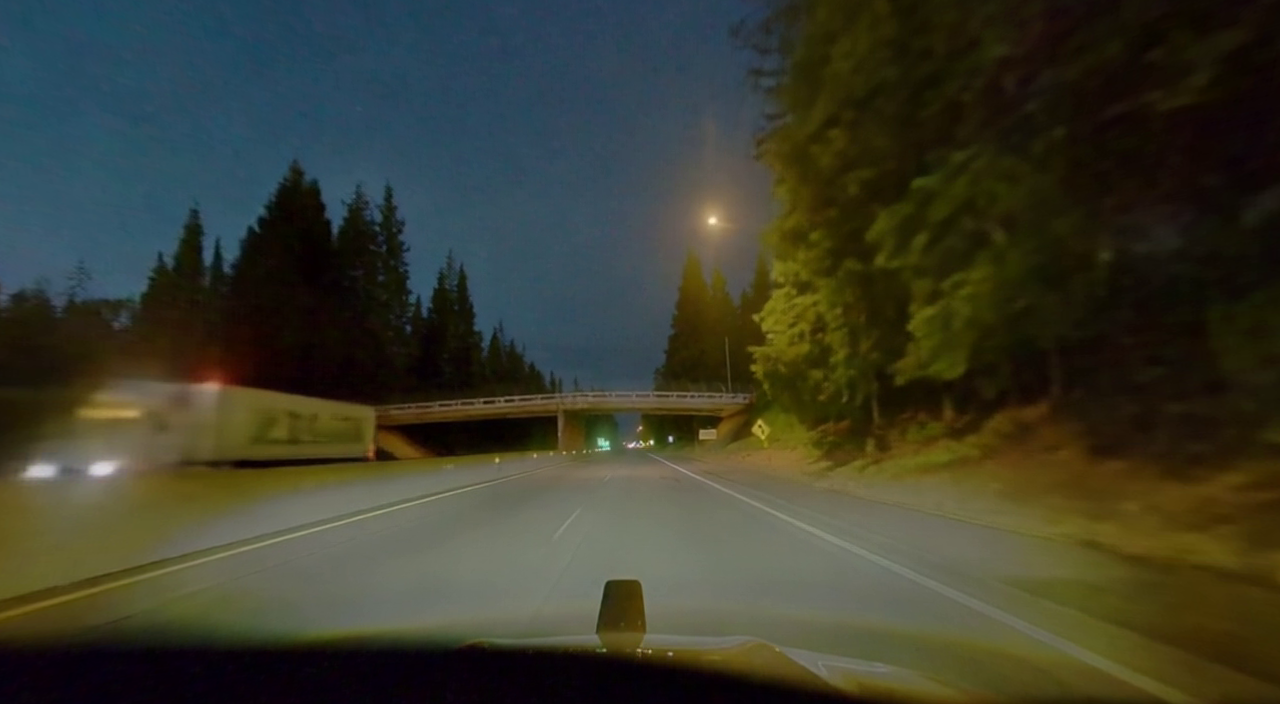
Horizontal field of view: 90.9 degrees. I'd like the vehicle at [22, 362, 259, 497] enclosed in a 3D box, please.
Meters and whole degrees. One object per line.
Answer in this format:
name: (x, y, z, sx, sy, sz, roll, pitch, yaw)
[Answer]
vehicle: (-16.296, 2.669, 21.314, 3.008, 3.916, 5.886, 0, -9, -1)
